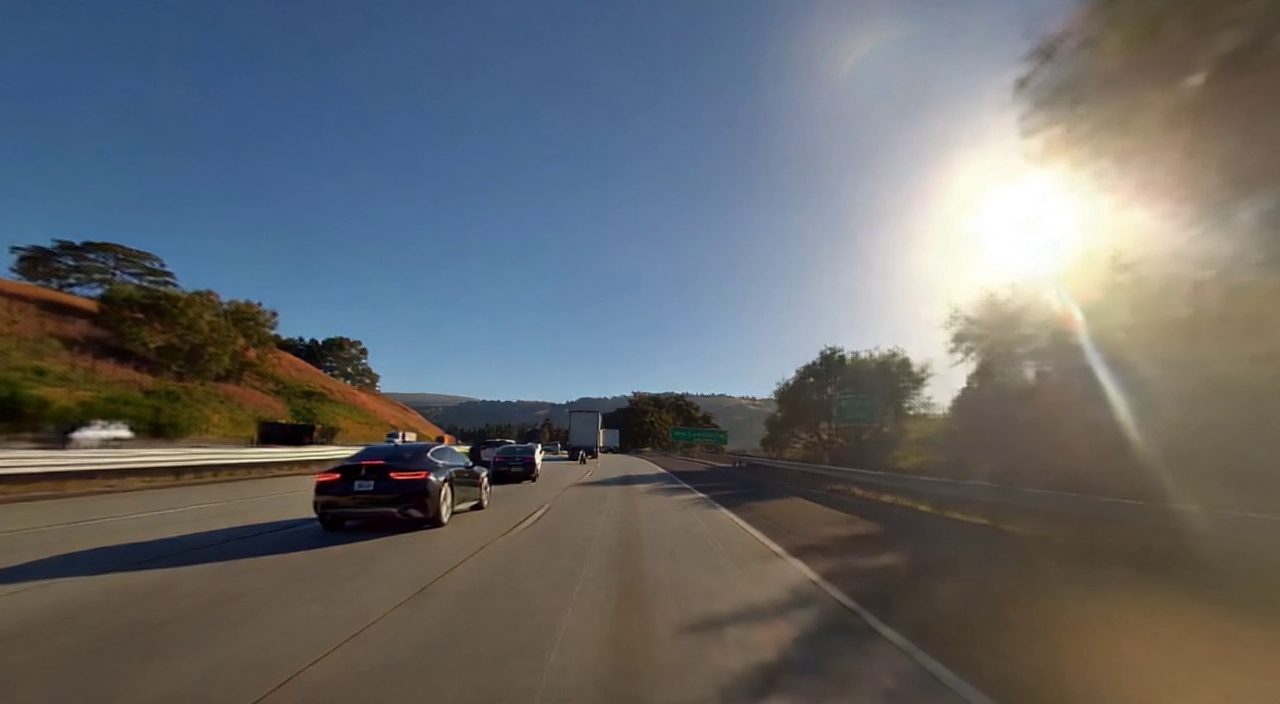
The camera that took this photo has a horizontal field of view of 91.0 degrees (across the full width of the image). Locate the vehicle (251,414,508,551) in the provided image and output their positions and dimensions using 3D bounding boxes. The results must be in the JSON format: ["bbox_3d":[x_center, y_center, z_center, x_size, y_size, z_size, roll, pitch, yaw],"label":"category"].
[{"bbox_3d":[-3.770,1.999,10.313,2.180,1.685,4.668,1,-9,0],"label":"vehicle"}]
